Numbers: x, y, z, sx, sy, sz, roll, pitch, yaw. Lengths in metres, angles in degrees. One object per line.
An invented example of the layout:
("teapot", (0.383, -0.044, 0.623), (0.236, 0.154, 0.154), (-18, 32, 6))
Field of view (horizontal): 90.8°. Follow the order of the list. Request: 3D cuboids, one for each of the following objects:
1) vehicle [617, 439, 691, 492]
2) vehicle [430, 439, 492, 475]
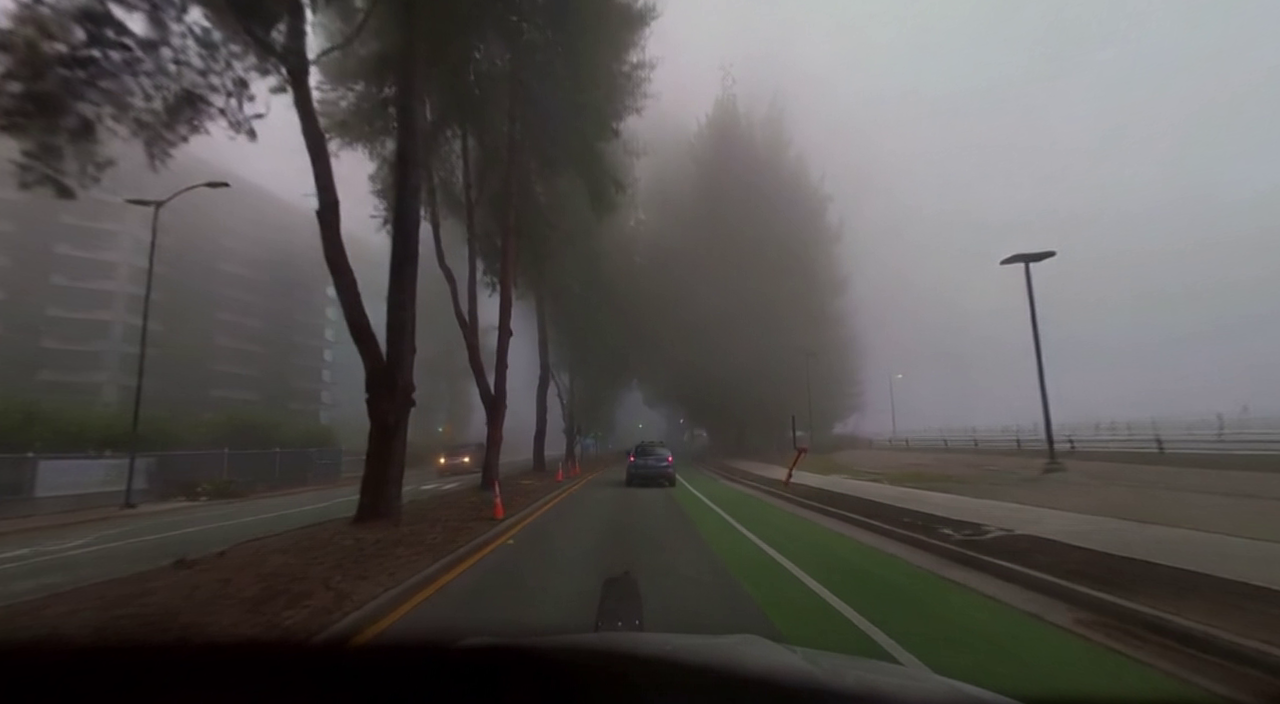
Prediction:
("vehicle", (0.447, 3.586, 20.427), (2.114, 1.493, 4.430), (-1, -8, 1))
("vehicle", (-11.198, 6.582, 40.053), (2.349, 2.106, 5.464), (-1, -8, 0))
